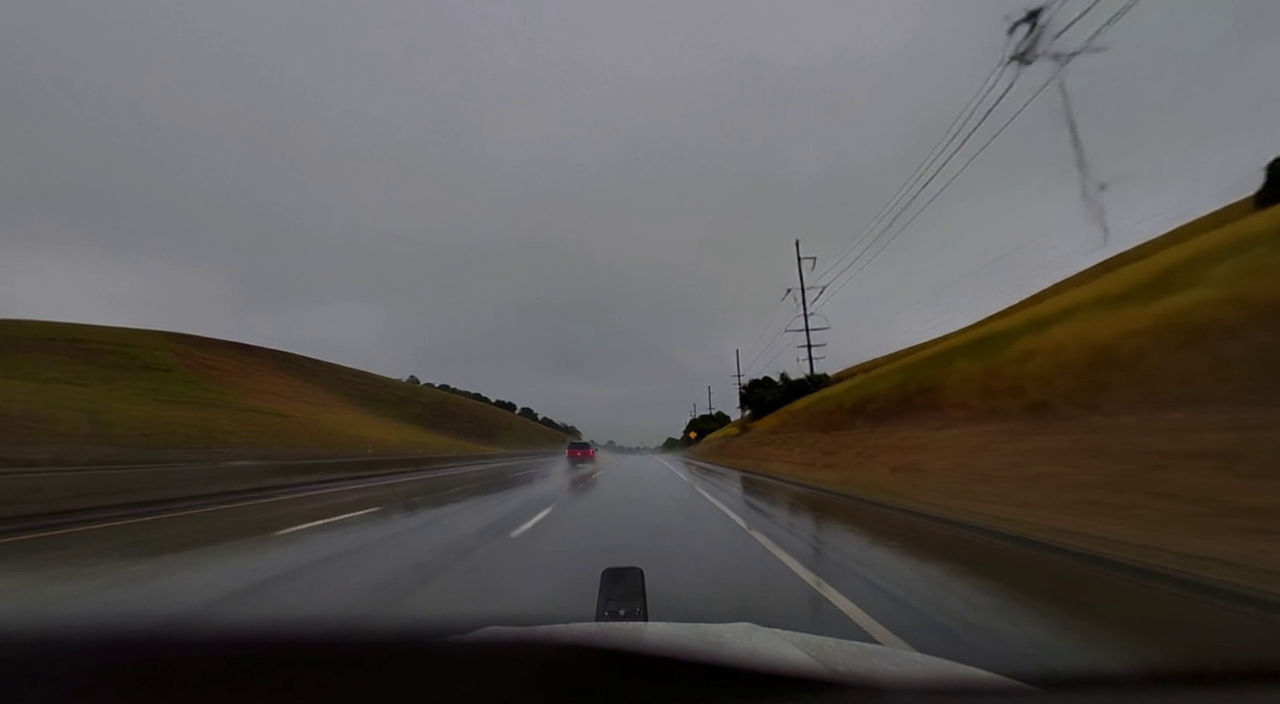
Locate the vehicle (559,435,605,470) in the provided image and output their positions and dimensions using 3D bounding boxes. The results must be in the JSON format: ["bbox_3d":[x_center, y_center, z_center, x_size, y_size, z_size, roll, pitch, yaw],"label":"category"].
[{"bbox_3d":[-3.202,5.695,35.876,2.136,1.845,4.515,0,-8,1],"label":"vehicle"}]
